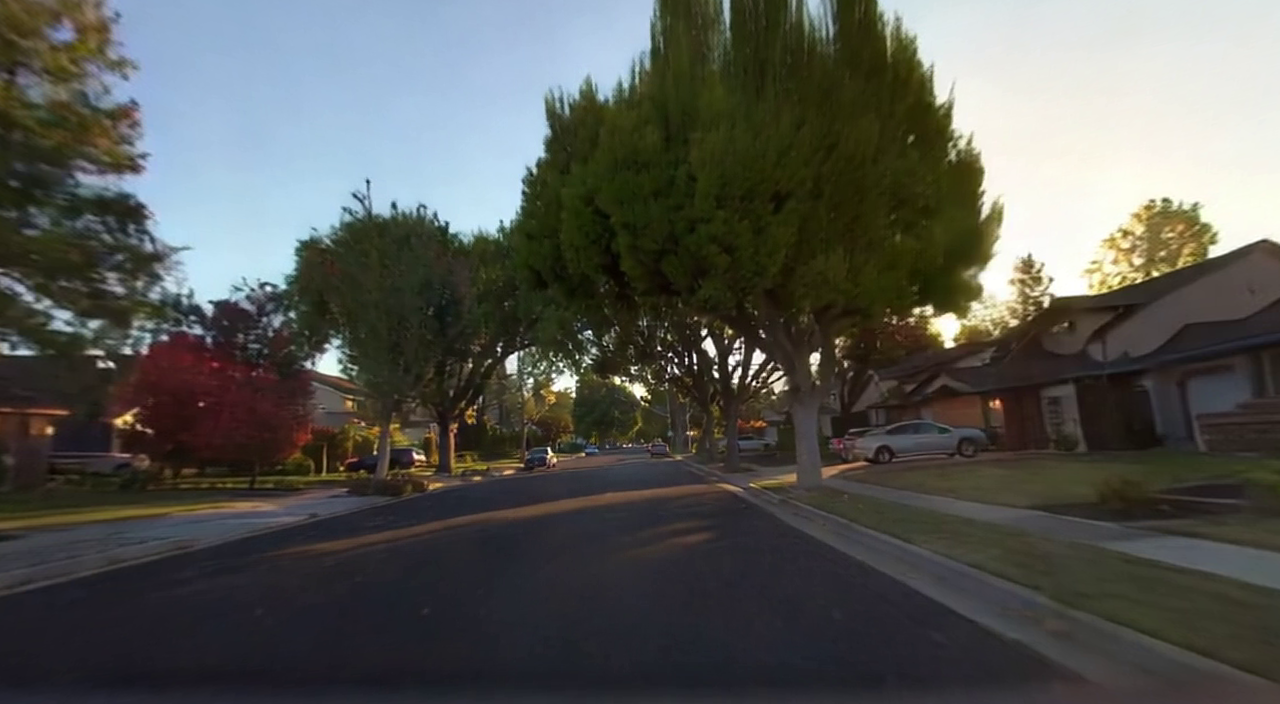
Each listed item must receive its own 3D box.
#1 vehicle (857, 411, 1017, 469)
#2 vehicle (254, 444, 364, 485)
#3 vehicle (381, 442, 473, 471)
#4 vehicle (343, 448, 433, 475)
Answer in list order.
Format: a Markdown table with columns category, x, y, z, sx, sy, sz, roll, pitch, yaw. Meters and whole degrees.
| category | x | y | z | sx | sy | sz | roll | pitch | yaw |
| --- | --- | --- | --- | --- | --- | --- | --- | --- | --- |
| vehicle | 10.569 | 3.179 | 22.818 | 4.582 | 1.680 | 2.223 | -4 | -9 | 3 |
| vehicle | -14.035 | 4.776 | 27.089 | 1.982 | 1.596 | 3.988 | -2 | -9 | 12 |
| vehicle | -14.119 | 6.933 | 42.124 | 5.286 | 1.847 | 2.166 | 0 | -8 | 1 |
| vehicle | -14.367 | 6.243 | 36.200 | 4.285 | 1.483 | 1.954 | 0 | -9 | 0 |
